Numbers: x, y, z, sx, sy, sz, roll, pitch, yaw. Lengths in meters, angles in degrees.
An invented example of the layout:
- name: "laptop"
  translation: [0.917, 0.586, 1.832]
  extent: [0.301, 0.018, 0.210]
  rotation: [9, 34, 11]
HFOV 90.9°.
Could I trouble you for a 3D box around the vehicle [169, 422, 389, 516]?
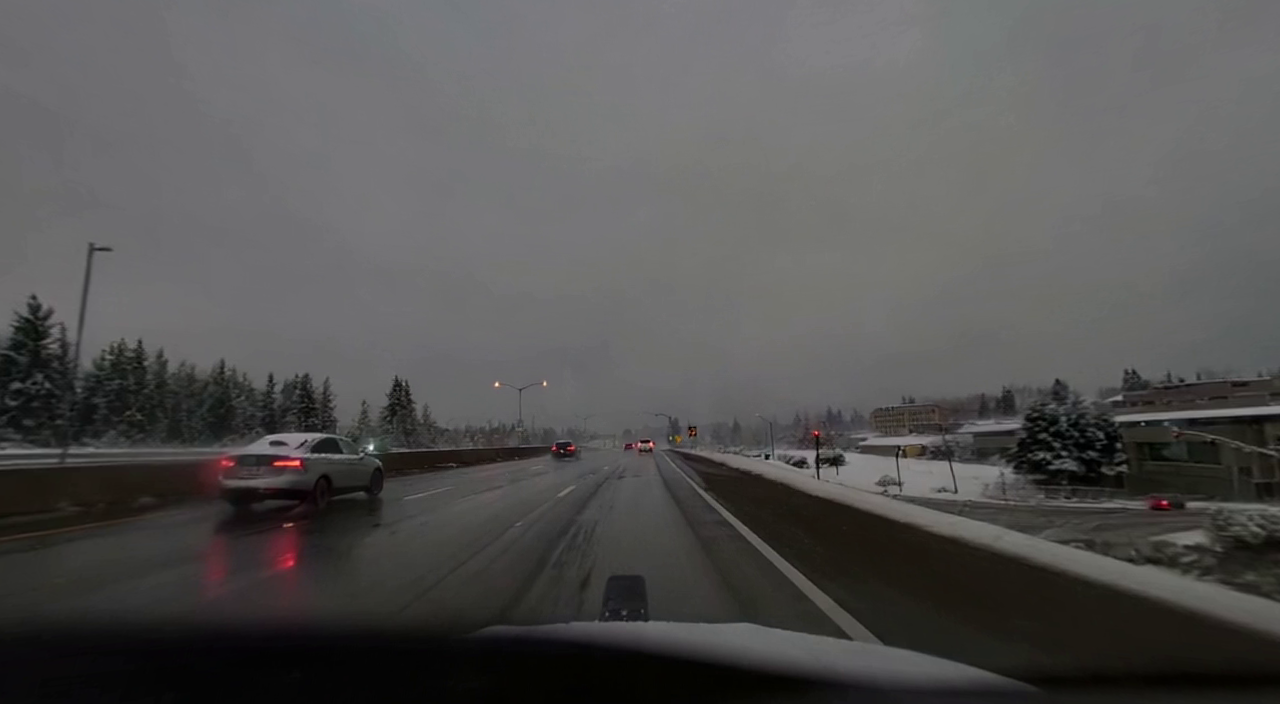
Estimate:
- name: "vehicle"
  translation: [-7.379, 2.425, 13.587]
  extent: [2.088, 1.678, 4.426]
  rotation: [0, -8, 0]
